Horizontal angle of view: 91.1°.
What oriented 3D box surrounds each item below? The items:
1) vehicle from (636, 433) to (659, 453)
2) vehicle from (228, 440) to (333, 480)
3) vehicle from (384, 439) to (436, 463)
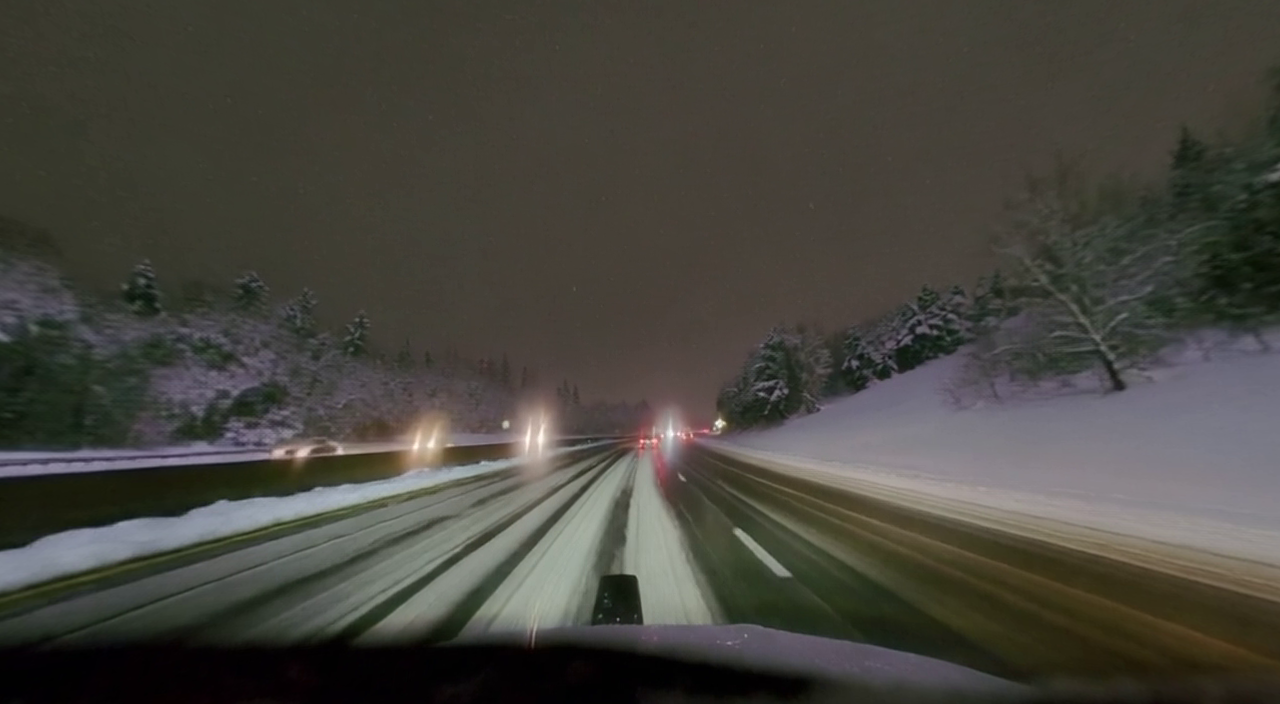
[{"bbox_3d":[0.582,7.173,49.650,1.771,1.480,3.781,0,-8,0],"label":"vehicle"},{"bbox_3d":[-15.409,4.616,27.261,1.963,1.491,4.329,-1,-8,1],"label":"vehicle"},{"bbox_3d":[-14.936,6.434,41.051,1.833,1.448,4.087,0,-8,0],"label":"vehicle"}]
